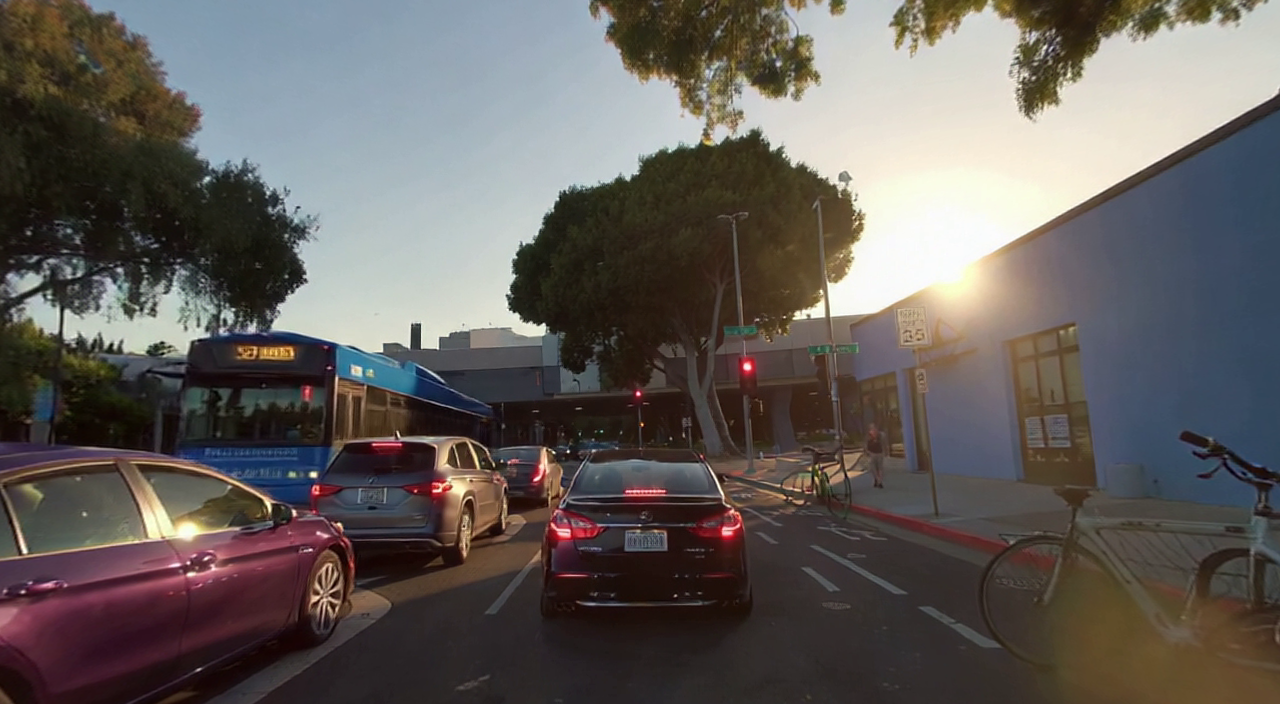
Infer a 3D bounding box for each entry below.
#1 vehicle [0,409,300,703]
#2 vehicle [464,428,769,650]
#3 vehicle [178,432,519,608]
[{"bbox_3d":[-3.172,0.883,1.731,1.867,1.486,4.452,0,-8,2],"label":"vehicle"},{"bbox_3d":[-0.143,1.529,6.162,2.031,1.461,3.763,0,-8,0],"label":"vehicle"},{"bbox_3d":[-2.920,1.757,7.632,1.944,1.481,4.385,0,-8,1],"label":"vehicle"}]
